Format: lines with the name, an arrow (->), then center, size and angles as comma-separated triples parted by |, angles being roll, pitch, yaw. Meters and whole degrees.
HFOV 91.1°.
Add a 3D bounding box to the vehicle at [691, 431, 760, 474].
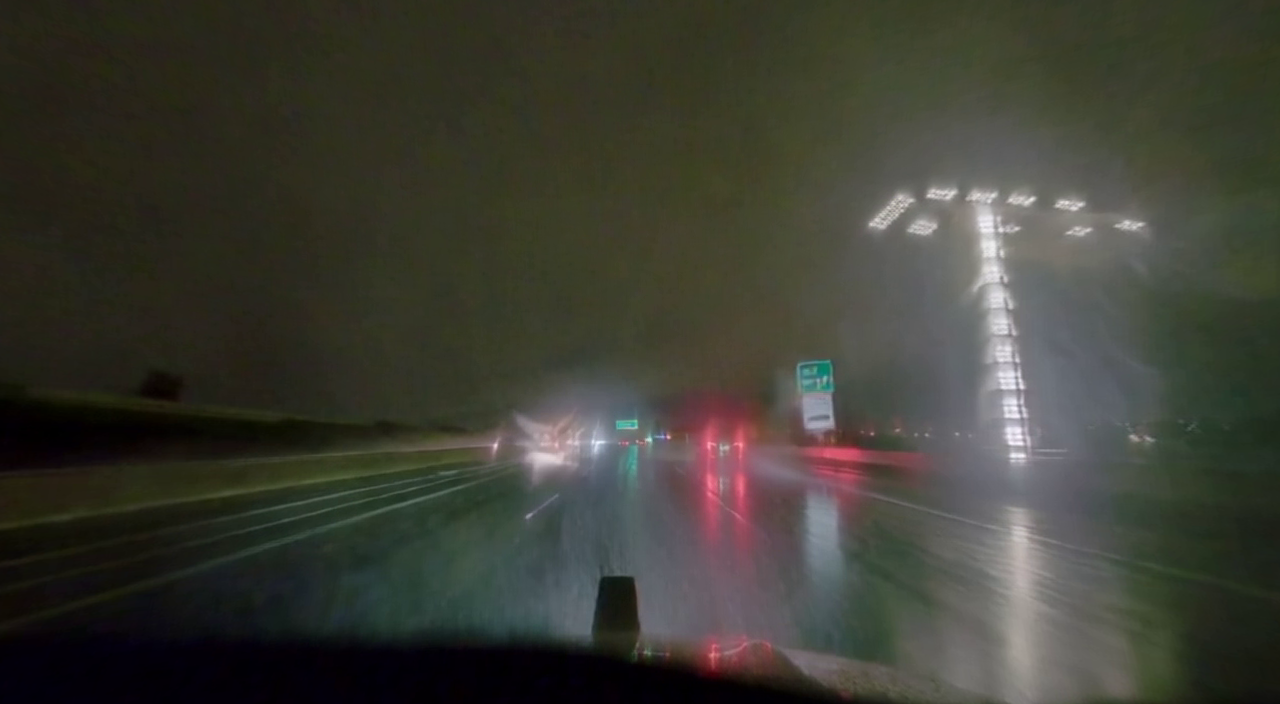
vehicle -> 3.158, 3.808, 24.040 | 1.946, 1.481, 3.969 | 0, -8, -1
